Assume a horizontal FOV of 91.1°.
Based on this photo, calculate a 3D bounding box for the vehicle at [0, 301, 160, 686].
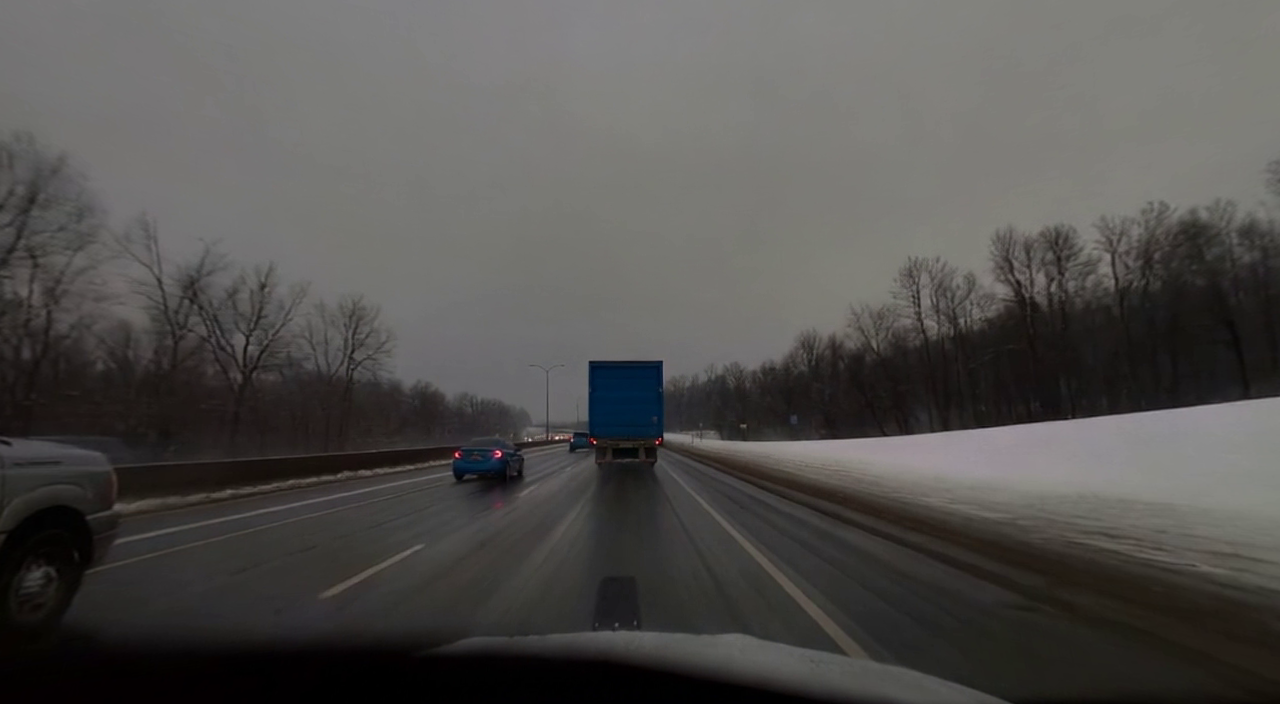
[{"bbox_3d":[-4.382,0.534,1.768,2.168,1.985,4.952,0,-8,-1],"label":"vehicle"}]

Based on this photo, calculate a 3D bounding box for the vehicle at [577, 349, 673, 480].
[{"bbox_3d":[-0.508,2.588,24.520,2.953,4.041,10.072,0,-8,-1],"label":"vehicle"}]

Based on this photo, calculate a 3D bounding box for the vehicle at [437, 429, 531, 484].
[{"bbox_3d":[-4.845,3.298,20.248,1.931,1.539,4.441,0,-8,-1],"label":"vehicle"}]
